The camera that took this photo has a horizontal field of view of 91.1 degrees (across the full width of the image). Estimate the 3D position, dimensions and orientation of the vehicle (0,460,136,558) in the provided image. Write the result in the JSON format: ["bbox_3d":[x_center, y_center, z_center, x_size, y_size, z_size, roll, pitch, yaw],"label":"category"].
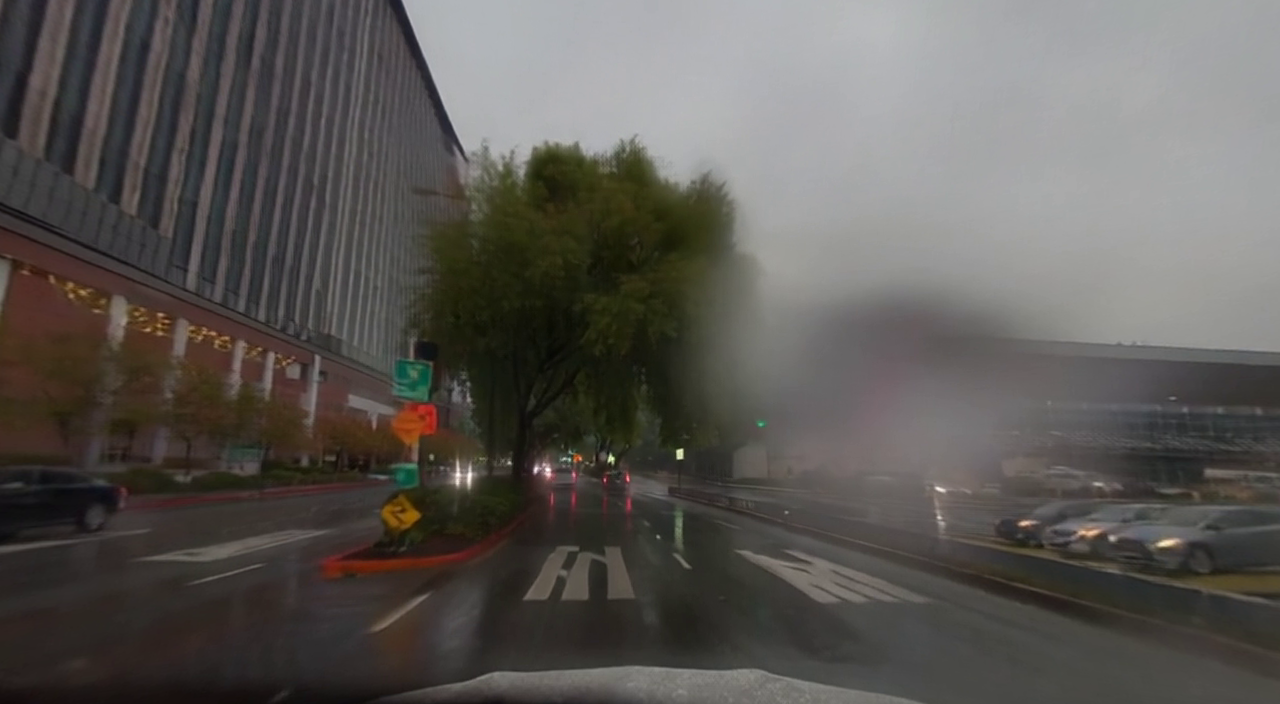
[{"bbox_3d":[-10.604,2.475,10.116,1.839,1.456,3.859,1,-10,-3],"label":"vehicle"}]

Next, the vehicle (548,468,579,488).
[{"bbox_3d":[-5.967,9.726,48.631,2.005,1.498,3.643,3,-11,-12],"label":"vehicle"}]

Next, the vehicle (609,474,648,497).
[{"bbox_3d":[-0.705,7.733,36.493,1.775,1.186,2.933,3,-11,-11],"label":"vehicle"}]

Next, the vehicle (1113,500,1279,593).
[{"bbox_3d":[11.956,3.647,11.945,4.302,1.456,1.832,0,-10,3],"label":"vehicle"}]
